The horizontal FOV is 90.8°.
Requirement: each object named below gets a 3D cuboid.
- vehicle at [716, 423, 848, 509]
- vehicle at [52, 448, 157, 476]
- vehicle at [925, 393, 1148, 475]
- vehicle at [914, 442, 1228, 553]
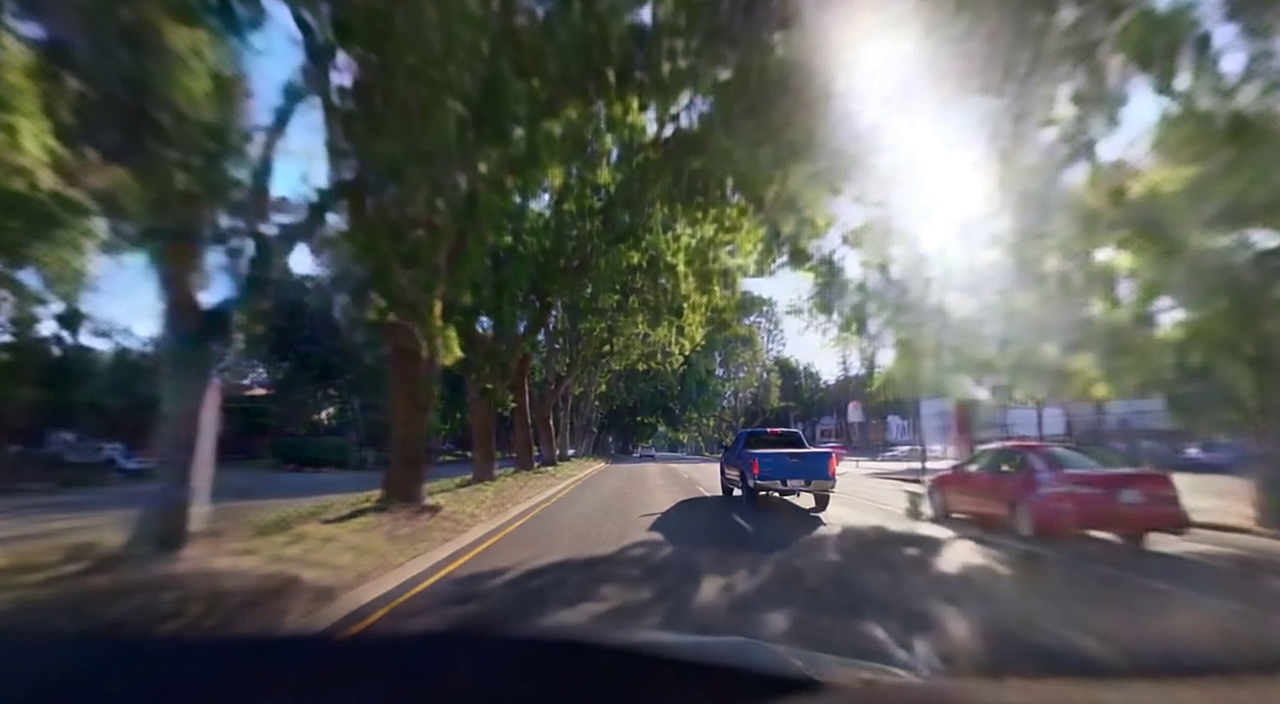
[{"bbox_3d":[3.373,2.840,16.254,2.138,1.836,5.245,0,-8,0],"label":"vehicle"},{"bbox_3d":[-28.838,5.900,34.084,4.189,1.429,1.668,-1,-8,4],"label":"vehicle"},{"bbox_3d":[18.903,3.991,30.650,8.393,3.716,3.472,0,-8,-2],"label":"vehicle"},{"bbox_3d":[6.847,2.313,10.927,2.012,1.460,4.812,0,-8,0],"label":"vehicle"}]
